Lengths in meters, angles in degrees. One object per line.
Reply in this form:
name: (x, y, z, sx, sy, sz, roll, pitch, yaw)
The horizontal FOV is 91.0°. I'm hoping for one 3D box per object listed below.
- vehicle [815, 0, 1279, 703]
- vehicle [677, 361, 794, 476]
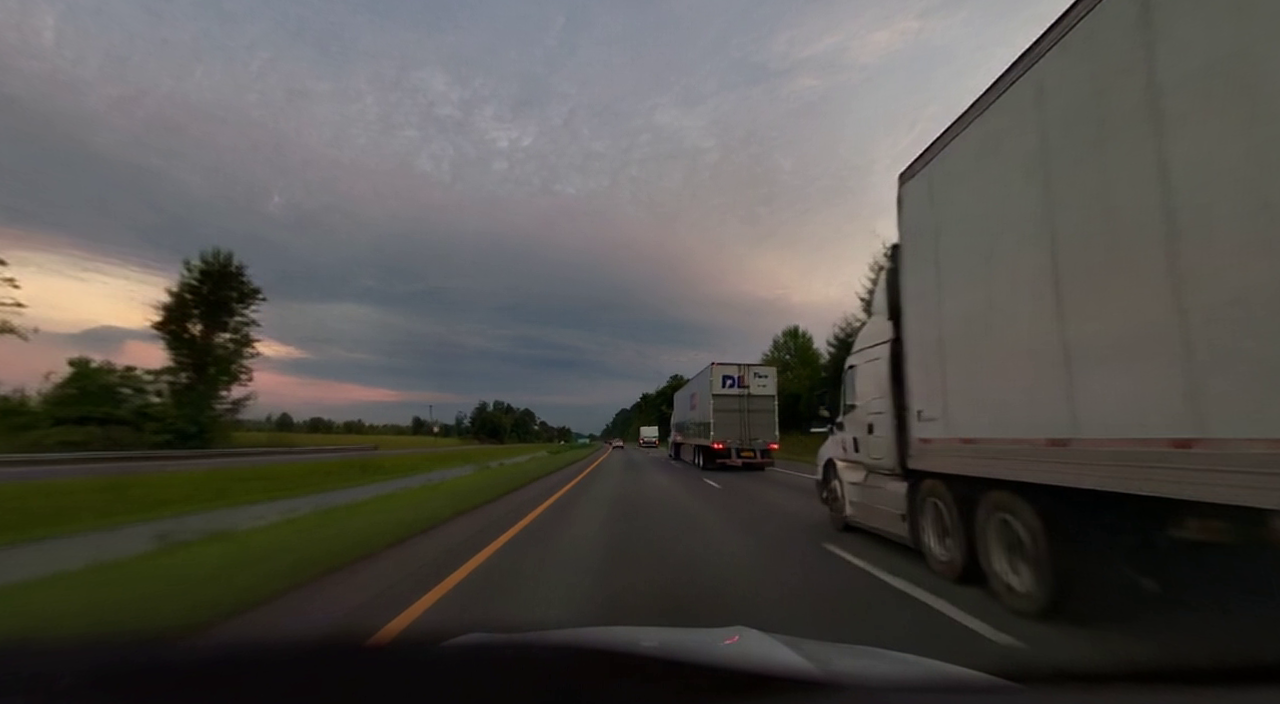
vehicle: (3.900, 0.049, 5.100, 3.029, 3.947, 5.924, 0, -8, -2)
vehicle: (3.786, 3.328, 29.454, 2.871, 4.072, 14.183, 0, -8, -2)
